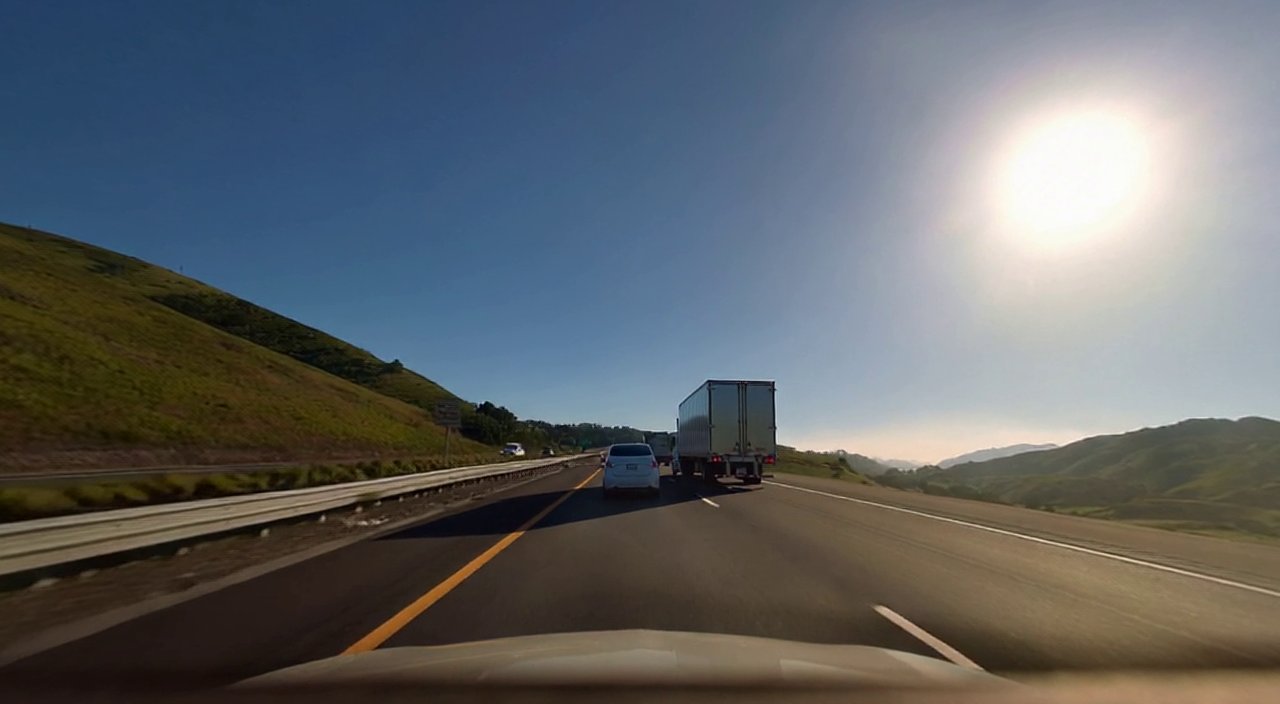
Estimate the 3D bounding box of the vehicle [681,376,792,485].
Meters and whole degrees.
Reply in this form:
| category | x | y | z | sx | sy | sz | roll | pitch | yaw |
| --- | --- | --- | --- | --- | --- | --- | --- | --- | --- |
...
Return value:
| category | x | y | z | sx | sy | sz | roll | pitch | yaw |
| --- | --- | --- | --- | --- | --- | --- | --- | --- | --- |
| vehicle | 4.007 | 3.979 | 30.386 | 2.812 | 4.024 | 14.098 | 0 | -9 | -1 |

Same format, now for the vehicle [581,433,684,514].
| category | x | y | z | sx | sy | sz | roll | pitch | yaw |
| --- | --- | --- | --- | --- | --- | --- | --- | --- | --- |
| vehicle | -0.170 | 2.810 | 14.941 | 2.109 | 1.639 | 3.768 | 0 | -9 | -1 |
